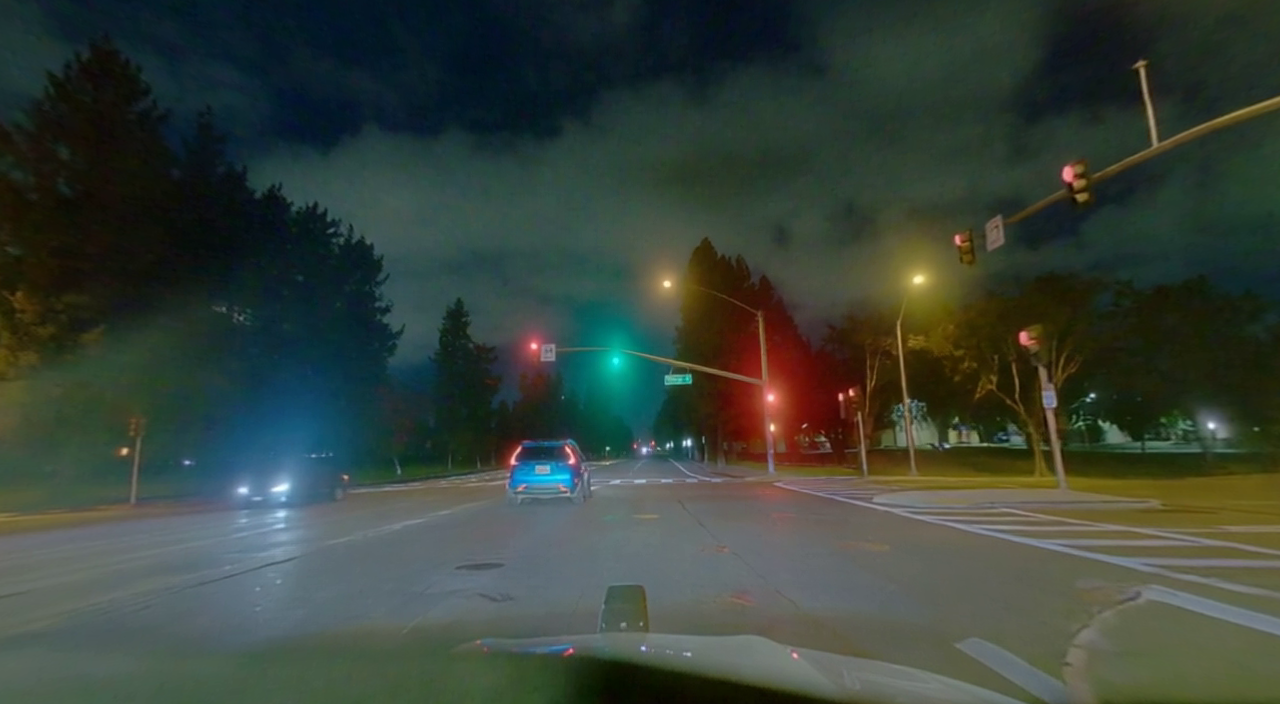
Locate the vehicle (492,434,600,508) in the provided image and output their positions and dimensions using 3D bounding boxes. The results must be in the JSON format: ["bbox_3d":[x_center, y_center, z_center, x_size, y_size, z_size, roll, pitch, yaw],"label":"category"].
[{"bbox_3d":[-2.439,3.234,17.660,2.123,1.799,4.425,-1,-8,3],"label":"vehicle"}]

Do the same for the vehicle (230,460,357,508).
[{"bbox_3d":[-12.264,4.671,22.697,1.980,1.452,4.318,-1,-8,2],"label":"vehicle"}]
